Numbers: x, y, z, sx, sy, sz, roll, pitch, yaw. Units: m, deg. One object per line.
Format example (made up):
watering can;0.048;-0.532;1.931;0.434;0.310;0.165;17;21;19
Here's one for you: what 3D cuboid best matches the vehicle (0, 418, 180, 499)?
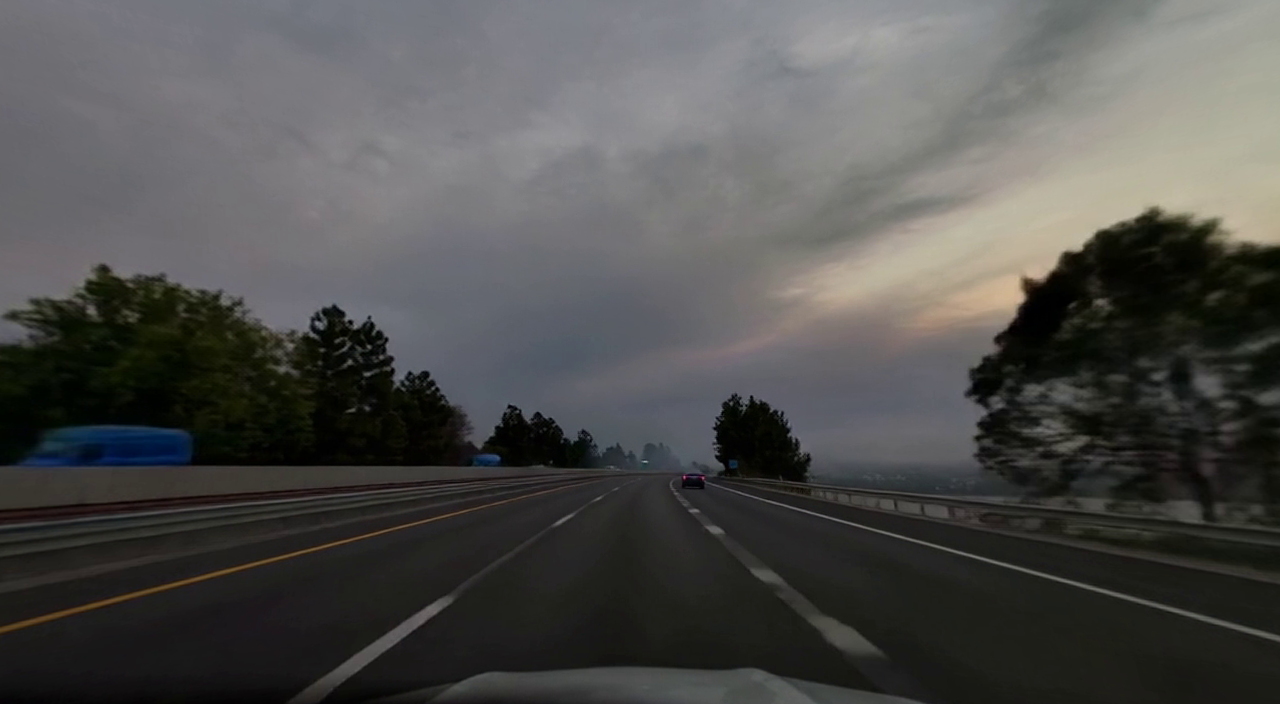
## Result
vehicle;-20.743;4.031;23.682;2.224;2.607;5.921;0;-11;1
